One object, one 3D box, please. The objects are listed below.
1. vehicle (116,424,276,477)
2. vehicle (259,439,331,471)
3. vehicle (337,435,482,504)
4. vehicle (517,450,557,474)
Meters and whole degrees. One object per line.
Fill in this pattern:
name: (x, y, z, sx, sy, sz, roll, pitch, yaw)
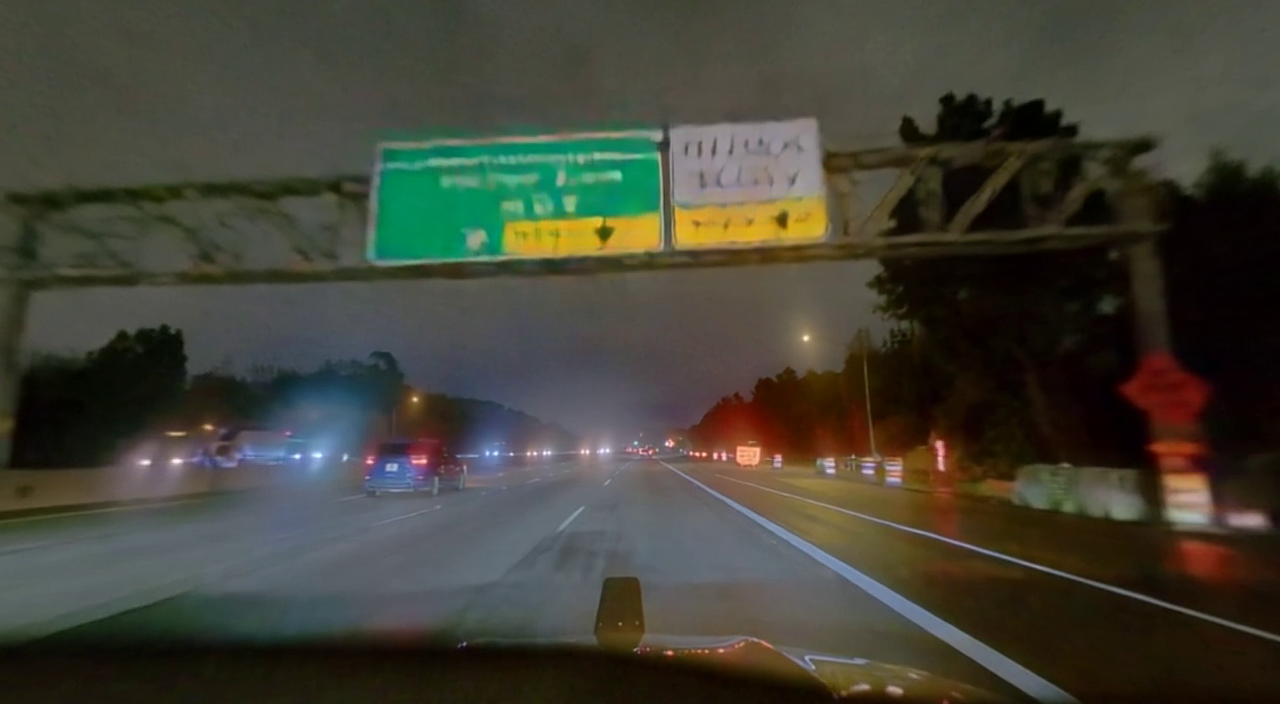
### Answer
vehicle: (-30.016, 6.770, 43.530, 3.172, 3.191, 10.560, 0, -9, 2)
vehicle: (-18.567, 5.560, 34.047, 1.761, 1.619, 3.719, 0, -9, -1)
vehicle: (-6.399, 3.315, 18.224, 2.402, 1.733, 4.512, 0, -9, 1)
vehicle: (-6.833, 7.341, 42.172, 1.895, 1.506, 4.245, 0, -9, 0)
